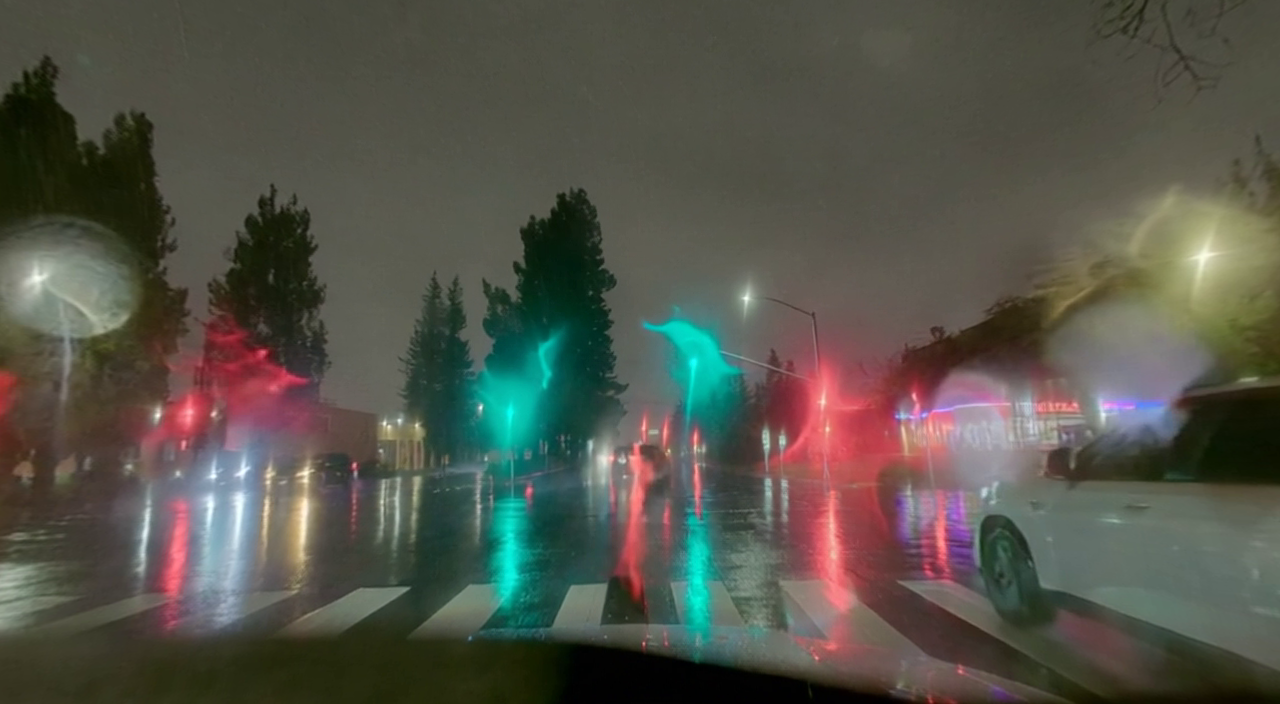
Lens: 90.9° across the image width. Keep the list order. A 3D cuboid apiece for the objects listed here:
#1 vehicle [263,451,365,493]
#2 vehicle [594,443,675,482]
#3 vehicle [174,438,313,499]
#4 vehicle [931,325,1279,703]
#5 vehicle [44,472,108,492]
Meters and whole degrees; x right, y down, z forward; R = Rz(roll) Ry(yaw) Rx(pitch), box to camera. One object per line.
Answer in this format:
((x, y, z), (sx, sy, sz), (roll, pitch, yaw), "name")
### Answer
((-14.930, 5.496, 29.263), (2.169, 1.753, 4.640), (0, -8, 1), "vehicle")
((-0.150, 5.160, 29.752), (2.153, 1.658, 4.569), (-4, -9, 23), "vehicle")
((-18.696, 5.488, 30.233), (2.557, 2.580, 5.856), (-1, -8, 4), "vehicle")
((3.623, 0.900, 3.187), (2.301, 1.767, 4.289), (0, -8, 1), "vehicle")
((-44.579, 10.304, 49.867), (3.497, 1.415, 1.569), (-1, -8, -1), "vehicle")
